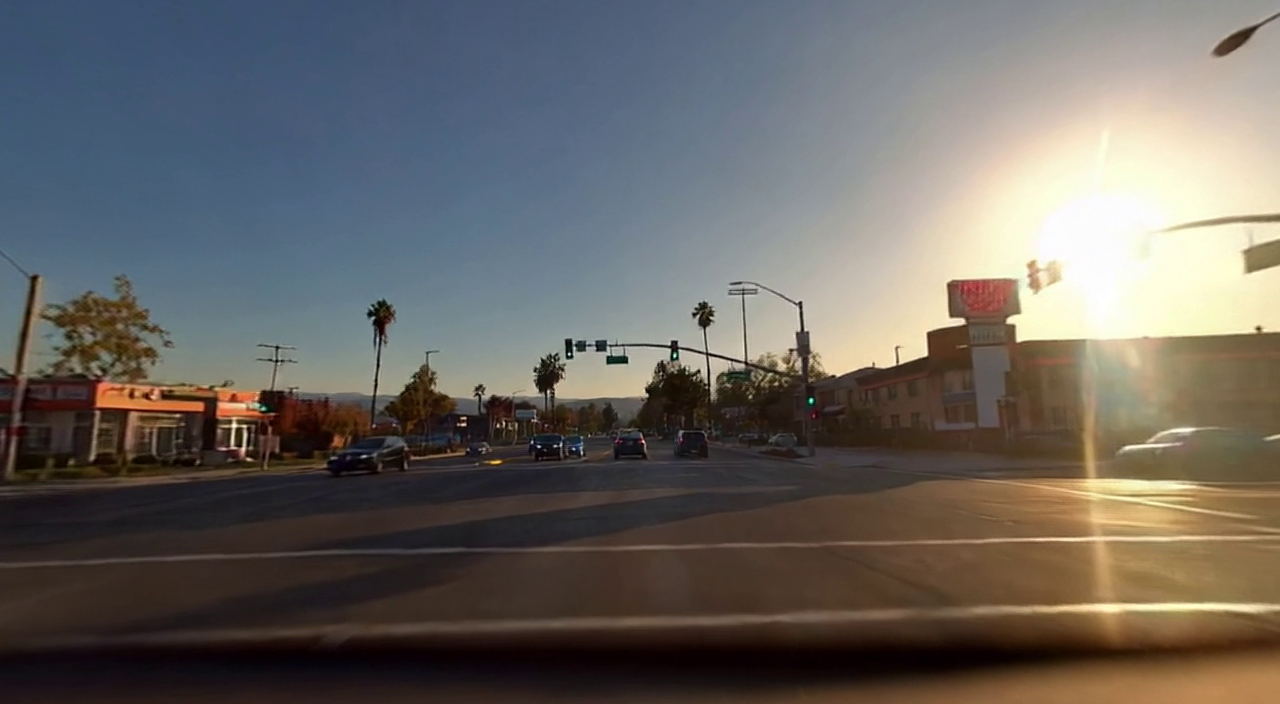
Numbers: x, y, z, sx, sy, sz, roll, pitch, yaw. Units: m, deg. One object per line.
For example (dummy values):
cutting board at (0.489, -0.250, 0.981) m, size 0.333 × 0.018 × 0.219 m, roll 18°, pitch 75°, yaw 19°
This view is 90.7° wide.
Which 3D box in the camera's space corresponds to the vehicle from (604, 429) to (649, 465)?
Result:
vehicle at (-0.663, 4.896, 32.773) m, size 2.177 × 1.754 × 3.815 m, roll 0°, pitch -8°, yaw 0°

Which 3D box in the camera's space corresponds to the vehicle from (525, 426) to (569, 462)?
vehicle at (-5.716, 5.742, 39.600) m, size 2.072 × 2.107 × 4.723 m, roll 0°, pitch -8°, yaw -1°

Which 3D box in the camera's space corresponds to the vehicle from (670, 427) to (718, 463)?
vehicle at (3.039, 5.403, 36.967) m, size 2.190 × 1.913 × 5.174 m, roll 0°, pitch -8°, yaw -2°

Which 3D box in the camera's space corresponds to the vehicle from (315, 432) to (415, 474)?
vehicle at (-13.353, 4.934, 31.243) m, size 2.287 × 1.874 × 5.798 m, roll 0°, pitch -8°, yaw 0°

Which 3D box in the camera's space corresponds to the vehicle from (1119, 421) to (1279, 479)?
vehicle at (18.610, 3.120, 20.330) m, size 4.685 × 1.704 × 2.118 m, roll 0°, pitch -8°, yaw -2°

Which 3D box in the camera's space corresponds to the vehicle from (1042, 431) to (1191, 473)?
vehicle at (19.329, 4.071, 25.815) m, size 4.448 × 1.611 × 2.065 m, roll 1°, pitch -8°, yaw -4°
